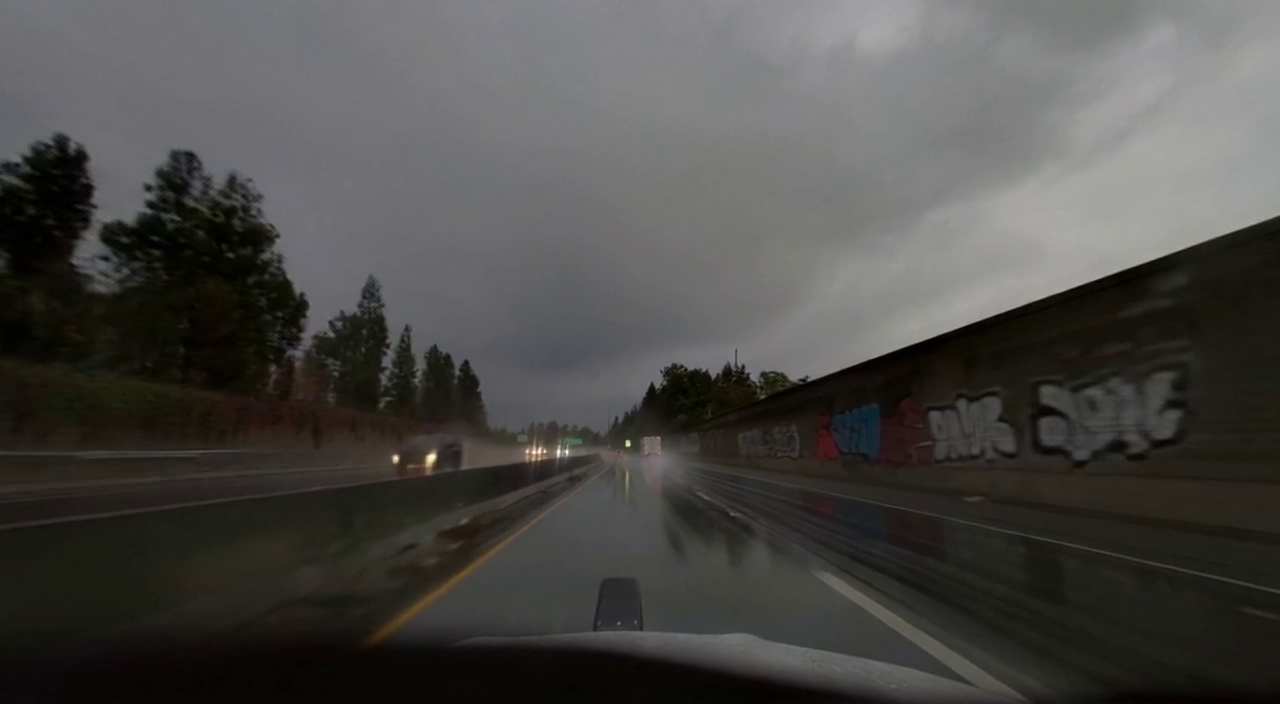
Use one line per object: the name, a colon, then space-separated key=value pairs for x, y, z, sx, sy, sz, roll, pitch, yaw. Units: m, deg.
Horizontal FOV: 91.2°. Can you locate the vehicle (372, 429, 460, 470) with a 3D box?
vehicle: x=-9.150 y=4.045 z=26.031 sx=1.965 sy=1.544 sz=4.610 roll=0 pitch=-9 yaw=0
